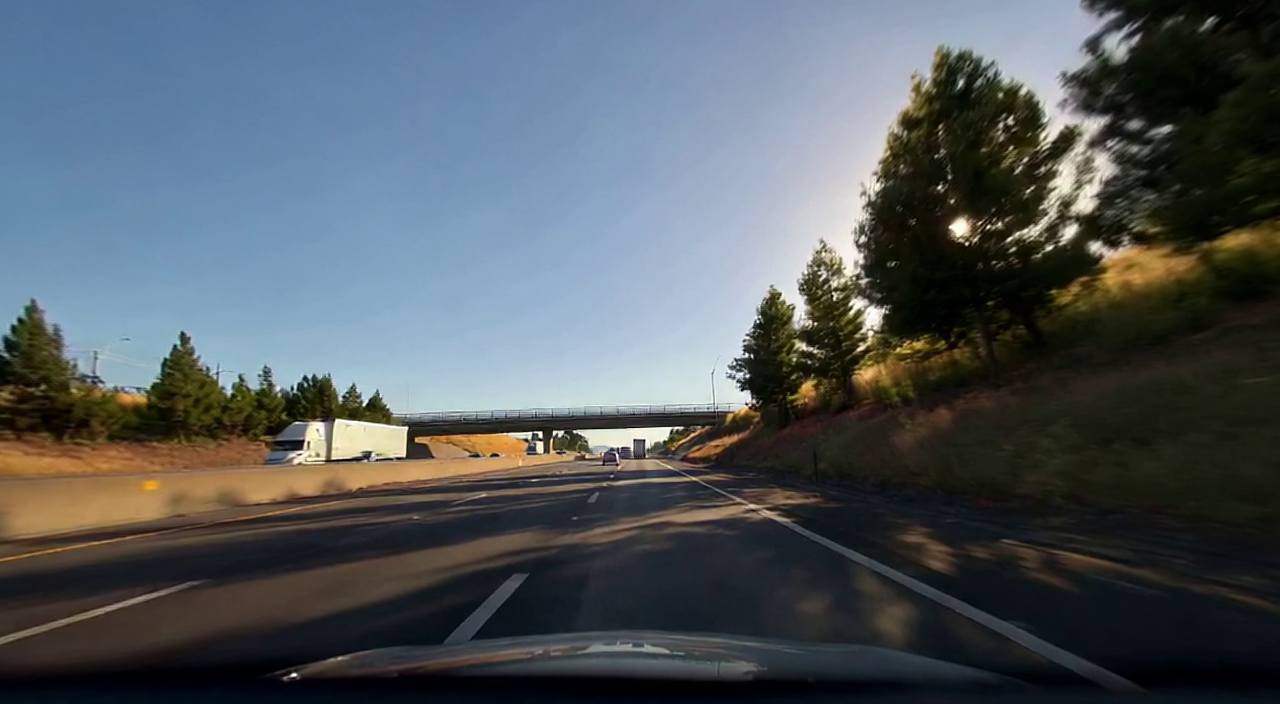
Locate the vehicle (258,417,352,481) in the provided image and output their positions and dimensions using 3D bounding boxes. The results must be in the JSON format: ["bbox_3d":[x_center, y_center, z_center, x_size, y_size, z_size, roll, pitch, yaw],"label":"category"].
[{"bbox_3d":[-22.444,6.582,42.693,2.983,3.987,5.851,0,-9,-1],"label":"vehicle"}]
